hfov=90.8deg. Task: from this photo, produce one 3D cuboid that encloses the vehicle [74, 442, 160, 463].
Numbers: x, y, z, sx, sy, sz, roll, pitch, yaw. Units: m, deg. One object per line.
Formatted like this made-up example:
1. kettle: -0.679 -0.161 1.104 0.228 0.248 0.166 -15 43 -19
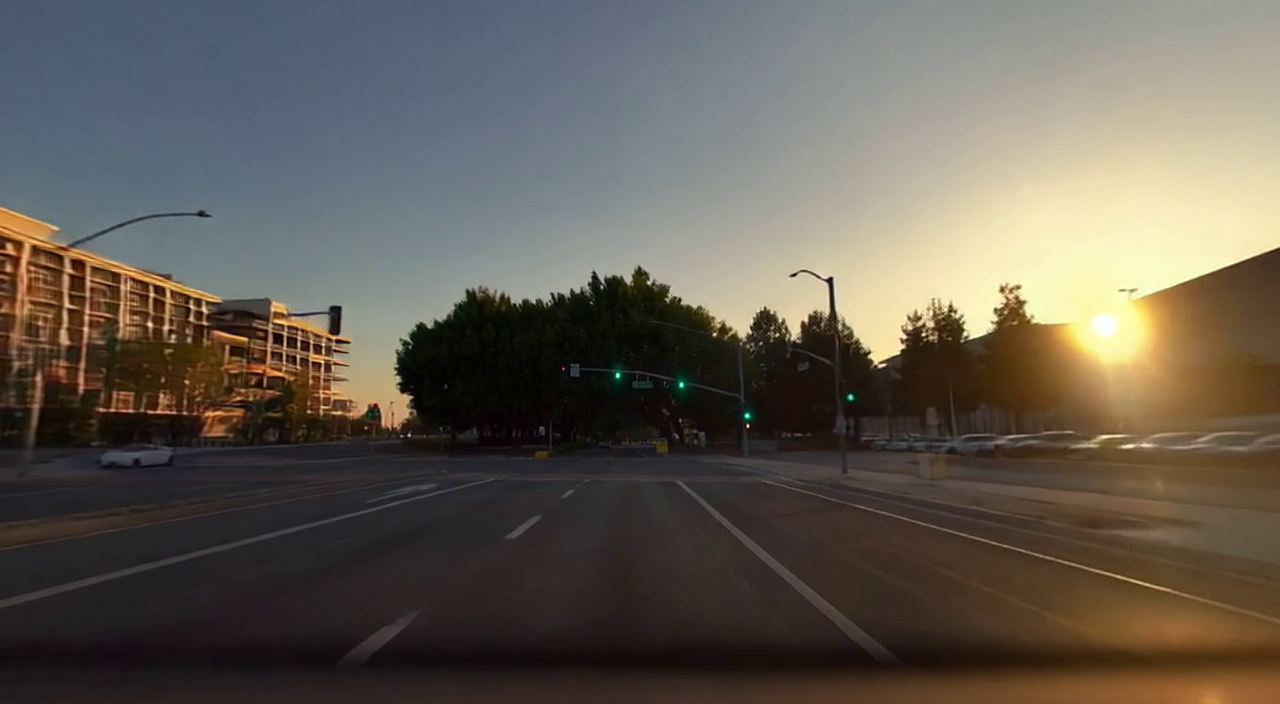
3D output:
1. vehicle: -38.095 7.338 46.172 4.390 1.482 1.781 3 -9 -22
